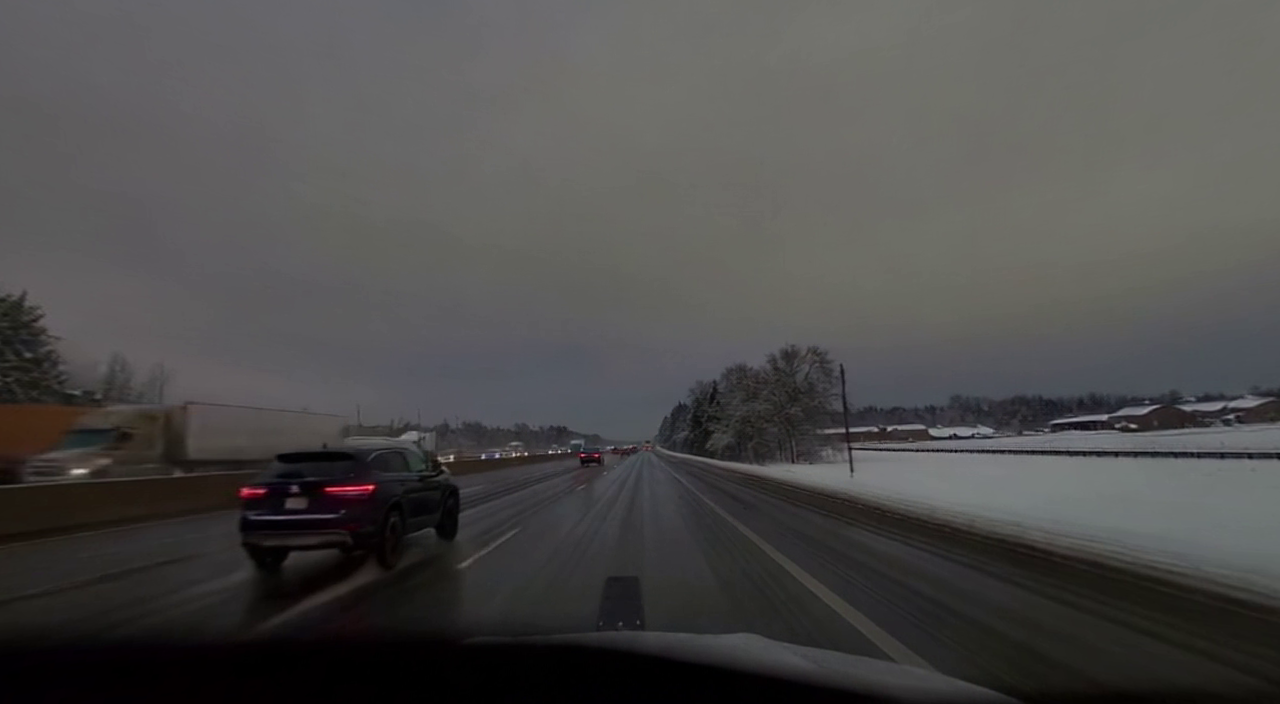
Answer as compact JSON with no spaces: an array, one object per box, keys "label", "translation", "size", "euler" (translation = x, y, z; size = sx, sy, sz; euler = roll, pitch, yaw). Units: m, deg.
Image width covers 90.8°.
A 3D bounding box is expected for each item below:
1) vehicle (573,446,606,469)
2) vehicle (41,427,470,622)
[{"label":"vehicle","translation":[-3.438,7.301,43.762],"size":[1.954,1.541,4.079],"euler":[0,-9,1]},{"label":"vehicle","translation":[-3.594,1.686,7.123],"size":[2.110,1.500,4.259],"euler":[0,-9,1]}]
